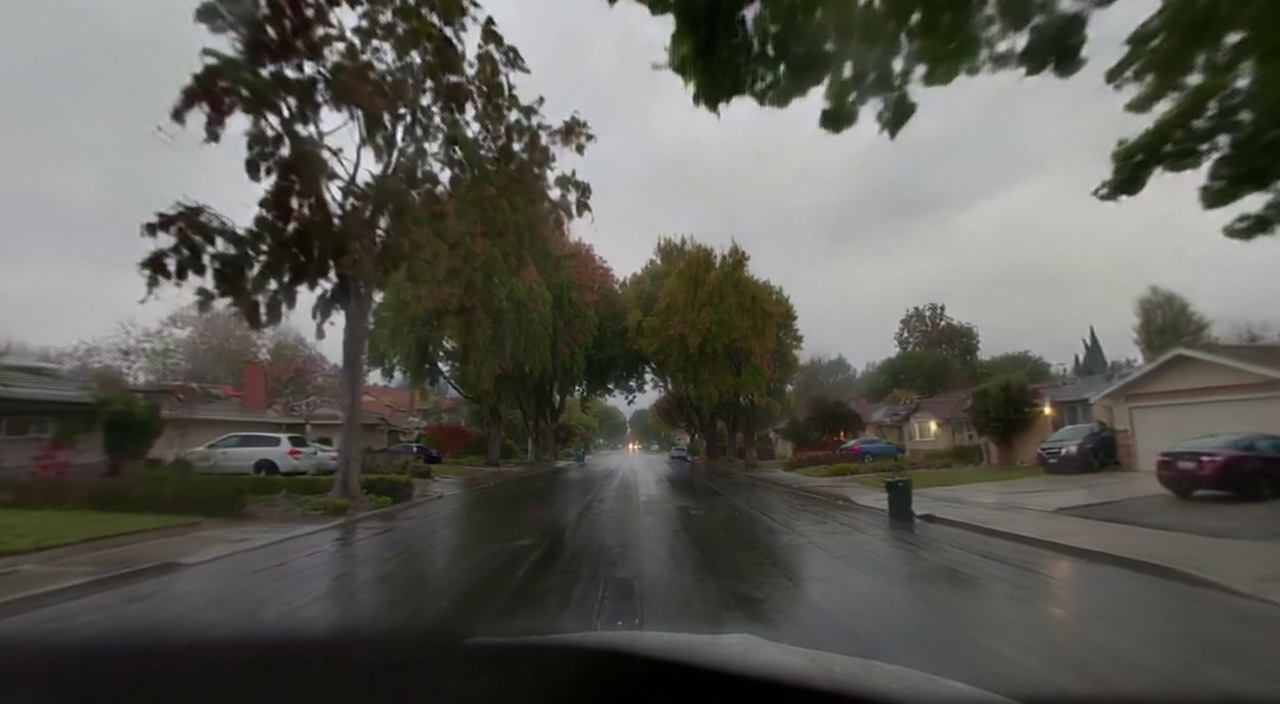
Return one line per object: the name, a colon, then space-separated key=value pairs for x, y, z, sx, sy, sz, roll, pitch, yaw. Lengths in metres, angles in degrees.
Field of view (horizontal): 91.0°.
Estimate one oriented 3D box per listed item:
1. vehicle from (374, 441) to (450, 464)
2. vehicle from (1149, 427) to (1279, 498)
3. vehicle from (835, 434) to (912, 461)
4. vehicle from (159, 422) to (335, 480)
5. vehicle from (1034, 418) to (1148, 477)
vehicle: x=-15.301 y=6.753 z=42.367 sx=4.351 sy=1.474 sz=2.015 roll=0 pitch=-9 yaw=-1
vehicle: x=15.064 y=2.527 z=14.558 sx=4.606 sy=1.545 sz=1.967 roll=-2 pitch=-9 yaw=12
vehicle: x=15.753 y=6.414 z=42.432 sx=4.468 sy=1.728 sz=2.135 roll=3 pitch=-8 yaw=-20
vehicle: x=-15.306 y=3.868 z=24.852 sx=2.575 sy=2.031 sz=5.155 roll=-6 pitch=-10 yaw=34
vehicle: x=16.276 y=3.504 z=23.057 sx=2.288 sy=1.880 sz=4.939 roll=-4 pitch=-9 yaw=23
